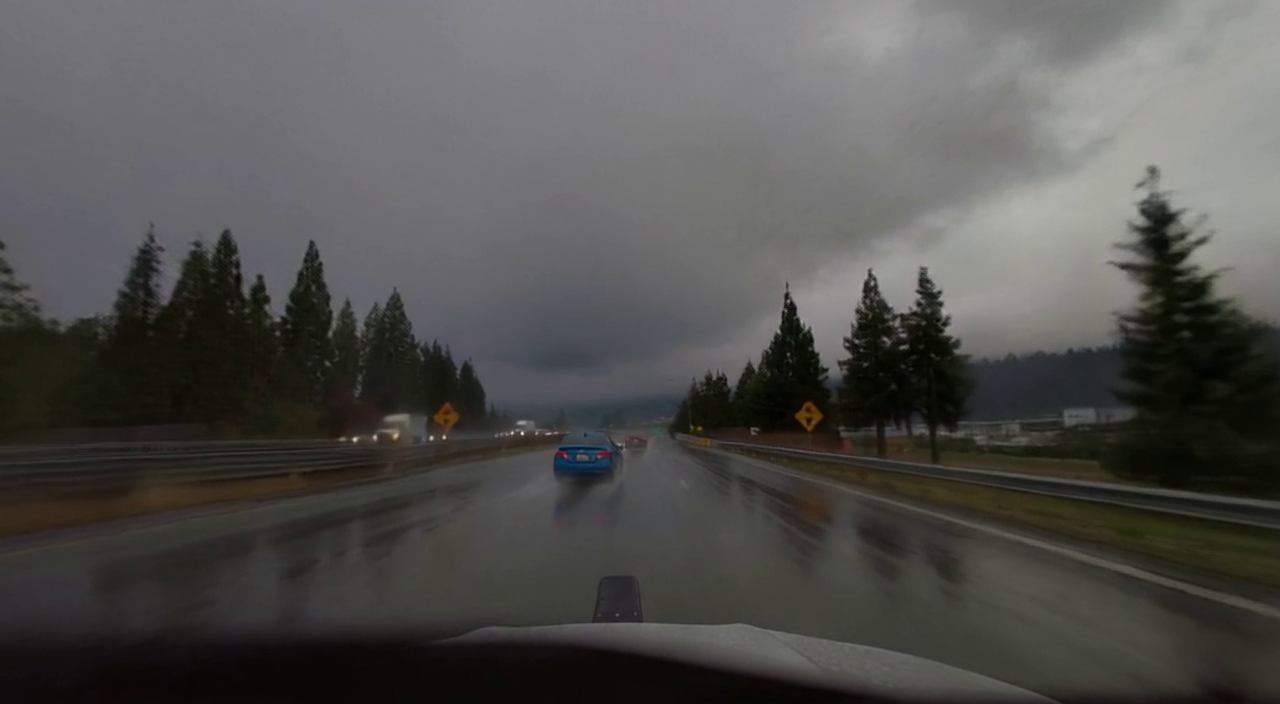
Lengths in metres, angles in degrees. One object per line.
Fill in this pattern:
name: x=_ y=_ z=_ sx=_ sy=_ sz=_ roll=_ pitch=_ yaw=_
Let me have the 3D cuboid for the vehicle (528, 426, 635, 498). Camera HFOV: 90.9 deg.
vehicle: x=-1.197 y=2.507 z=14.870 sx=1.977 sy=1.443 sz=4.225 roll=0 pitch=-8 yaw=2

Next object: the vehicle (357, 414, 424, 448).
vehicle: x=-18.426 y=5.906 z=46.943 sx=2.267 sy=2.355 sz=6.194 roll=0 pitch=-8 yaw=2
